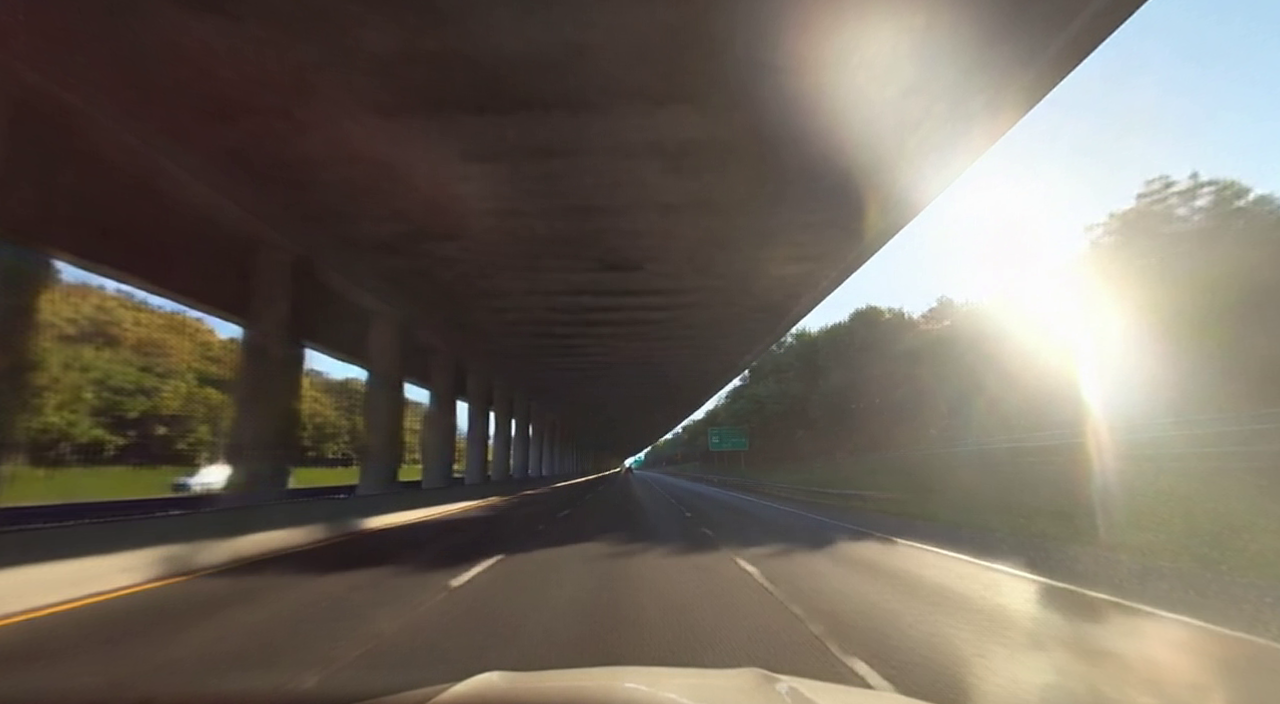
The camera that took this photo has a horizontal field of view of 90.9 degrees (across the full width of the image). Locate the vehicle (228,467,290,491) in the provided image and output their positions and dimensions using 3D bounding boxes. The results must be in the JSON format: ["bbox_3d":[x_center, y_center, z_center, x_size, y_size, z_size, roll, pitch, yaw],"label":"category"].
[{"bbox_3d":[-26.128,8.720,43.320,1.823,1.534,3.726,1,-10,1],"label":"vehicle"}]

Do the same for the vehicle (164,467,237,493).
[{"bbox_3d":[-30.487,8.848,43.848,1.904,1.675,4.320,1,-10,0],"label":"vehicle"}]
